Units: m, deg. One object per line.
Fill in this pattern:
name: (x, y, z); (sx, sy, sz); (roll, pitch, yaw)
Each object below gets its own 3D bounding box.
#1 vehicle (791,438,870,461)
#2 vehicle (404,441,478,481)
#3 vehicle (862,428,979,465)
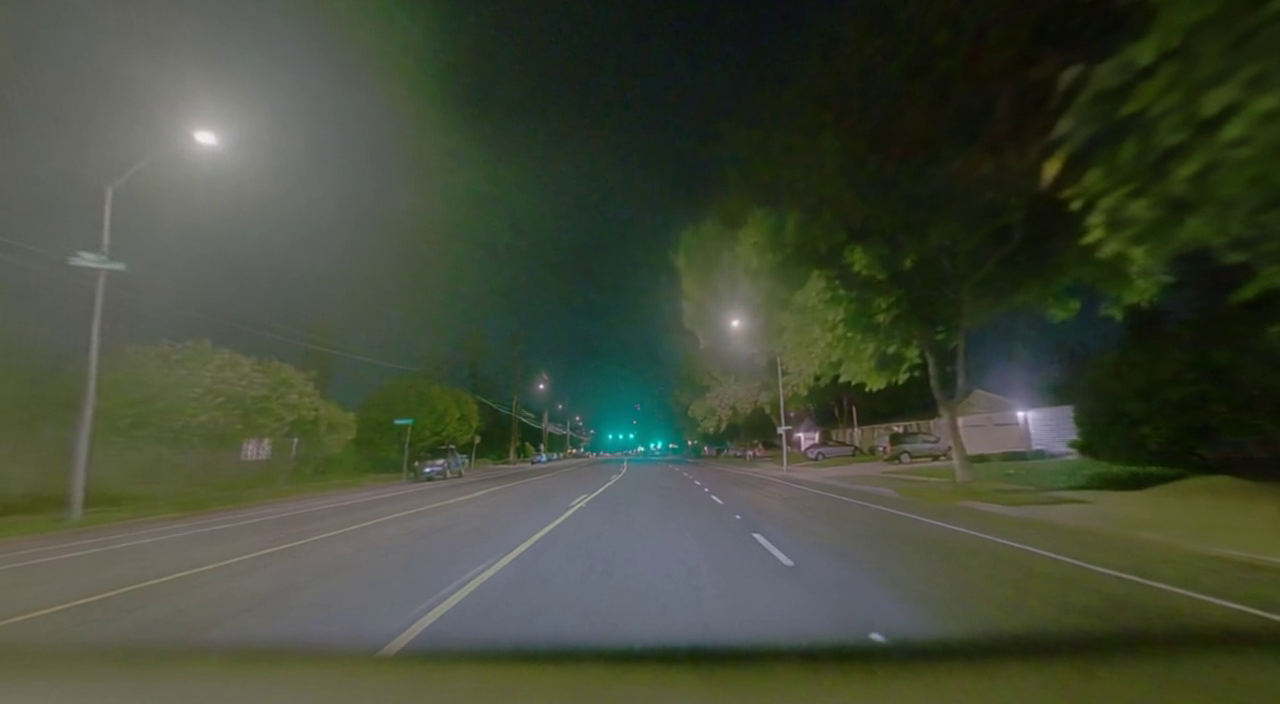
vehicle: (13.204, 6.802, 43.988); (4.767, 1.557, 1.994); (0, -9, -1)
vehicle: (-10.987, 6.091, 35.330); (2.347, 1.960, 5.167); (-2, -10, 2)
vehicle: (13.843, 4.696, 31.385); (4.793, 1.744, 2.055); (-1, -8, 1)
